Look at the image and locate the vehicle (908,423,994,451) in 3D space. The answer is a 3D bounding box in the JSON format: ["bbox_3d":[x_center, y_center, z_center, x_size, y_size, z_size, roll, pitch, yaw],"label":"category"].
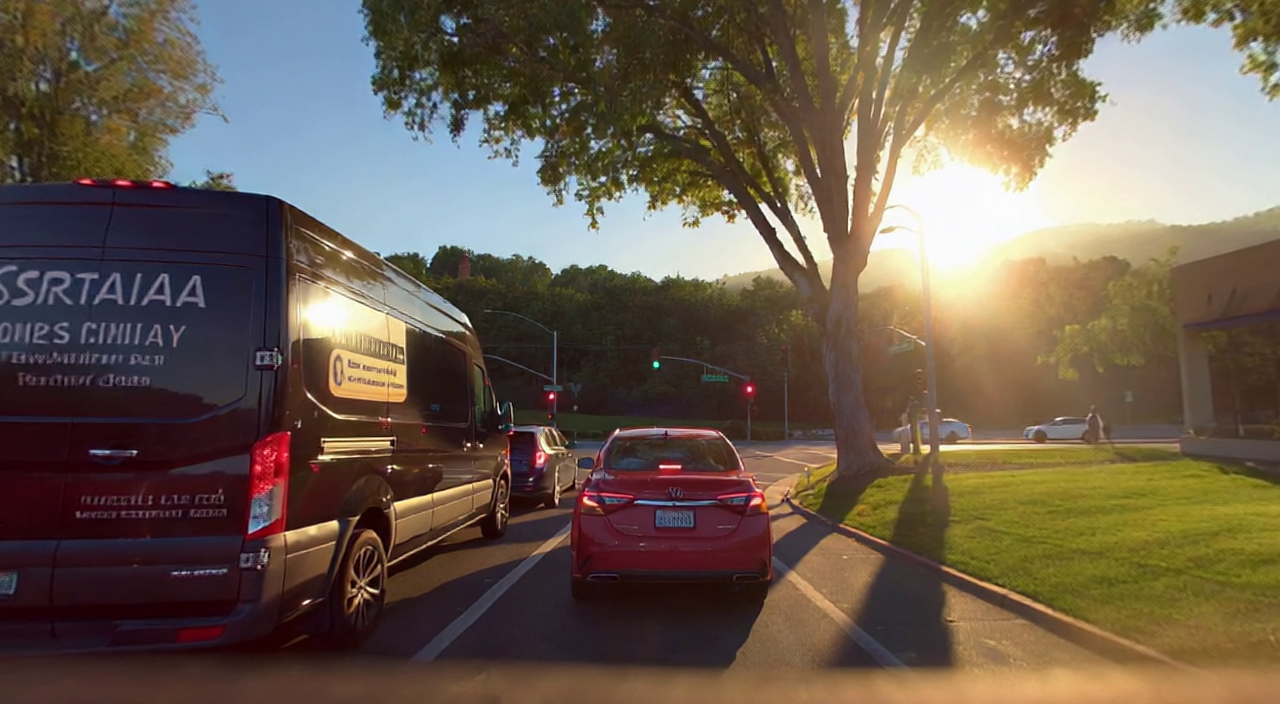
[{"bbox_3d":[21.944,6.044,44.542,5.021,1.848,2.210,1,-9,-9],"label":"vehicle"}]

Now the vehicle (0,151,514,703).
[{"bbox_3d":[-3.089,0.875,5.869,2.555,3.035,5.702,0,-8,1],"label":"vehicle"}]

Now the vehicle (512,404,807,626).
[{"bbox_3d":[0.300,1.636,7.345,2.398,1.773,4.254,-1,-8,4],"label":"vehicle"}]

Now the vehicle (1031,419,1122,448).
[{"bbox_3d":[31.993,6.037,46.191,5.084,2.041,2.360,2,-9,-9],"label":"vehicle"}]
